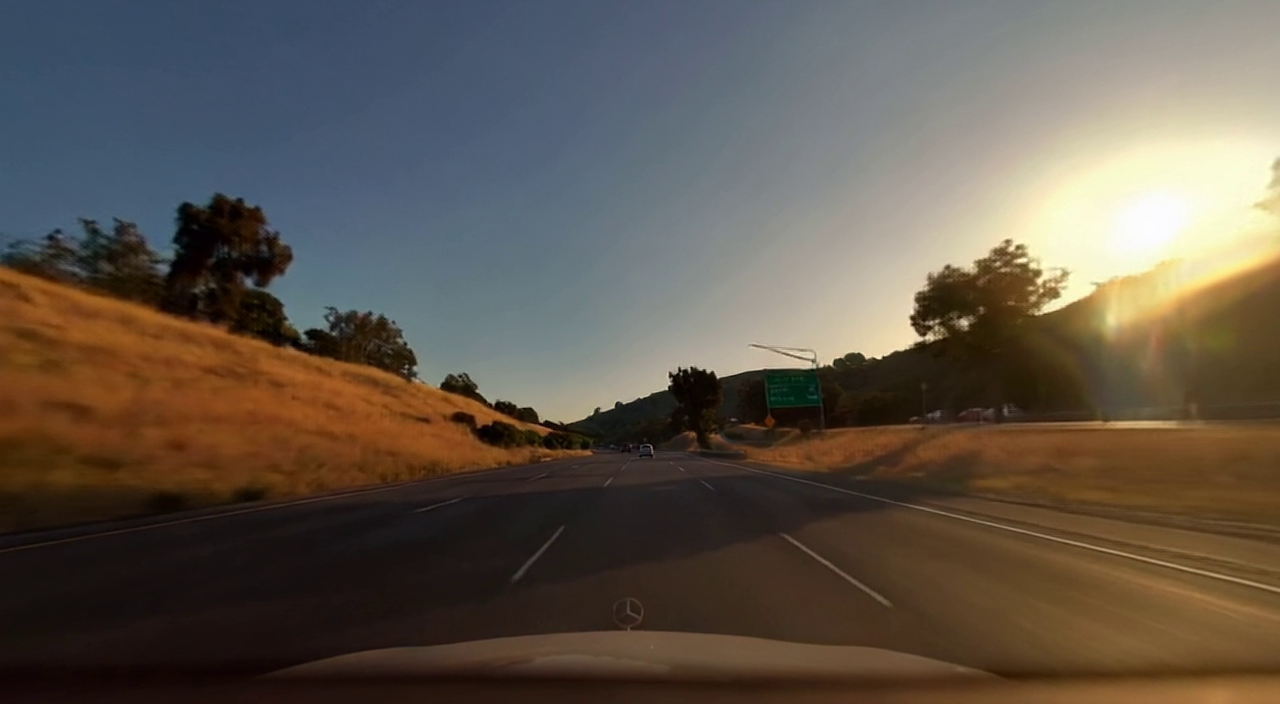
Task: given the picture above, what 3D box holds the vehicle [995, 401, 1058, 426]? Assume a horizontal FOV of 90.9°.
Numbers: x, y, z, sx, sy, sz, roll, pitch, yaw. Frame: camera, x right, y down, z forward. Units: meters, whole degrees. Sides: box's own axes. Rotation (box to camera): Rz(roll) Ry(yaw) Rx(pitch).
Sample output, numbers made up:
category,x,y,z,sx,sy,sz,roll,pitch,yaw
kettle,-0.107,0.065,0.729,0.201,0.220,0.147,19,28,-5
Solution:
category,x,y,z,sx,sy,sz,roll,pitch,yaw
vehicle,29.695,4.763,48.399,4.910,1.740,2.006,5,-10,-32
